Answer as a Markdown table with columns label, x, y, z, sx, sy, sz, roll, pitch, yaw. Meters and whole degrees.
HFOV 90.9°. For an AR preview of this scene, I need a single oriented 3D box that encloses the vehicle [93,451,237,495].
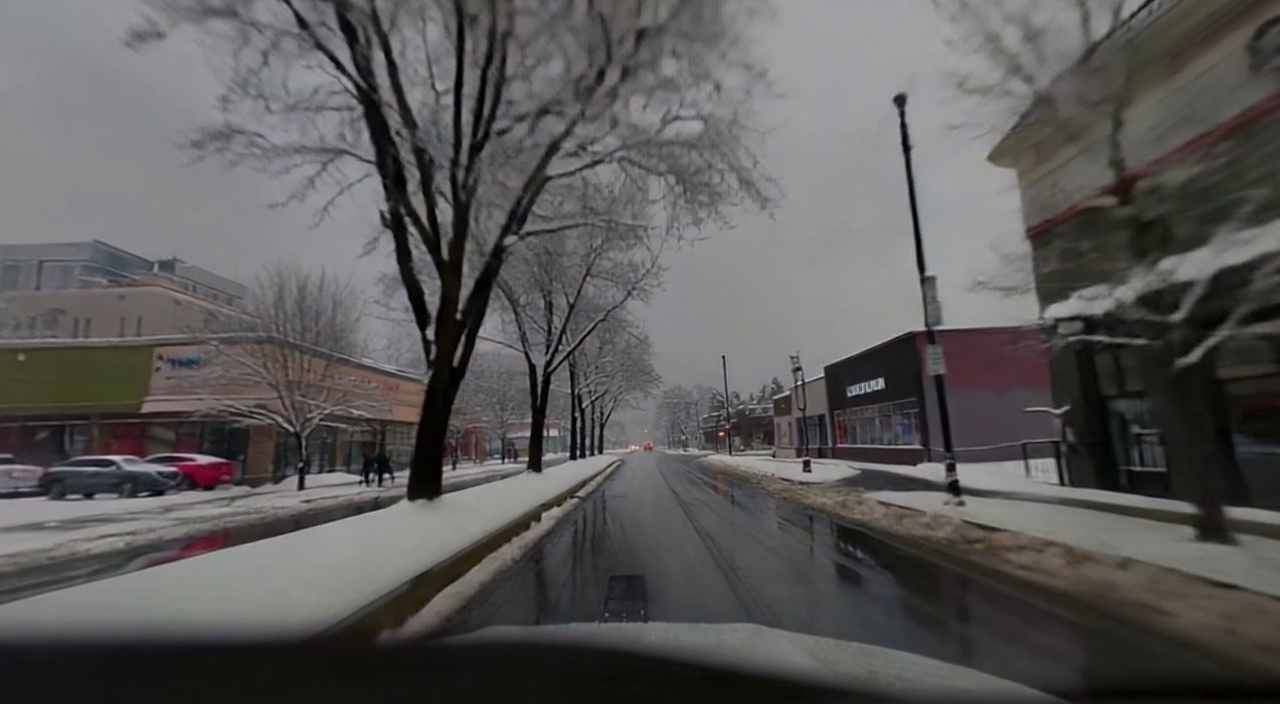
| label | x | y | z | sx | sy | sz | roll | pitch | yaw |
| --- | --- | --- | --- | --- | --- | --- | --- | --- | --- |
| vehicle | -18.205 | 4.619 | 24.541 | 1.837 | 1.471 | 4.756 | 0 | -8 | 1 |
